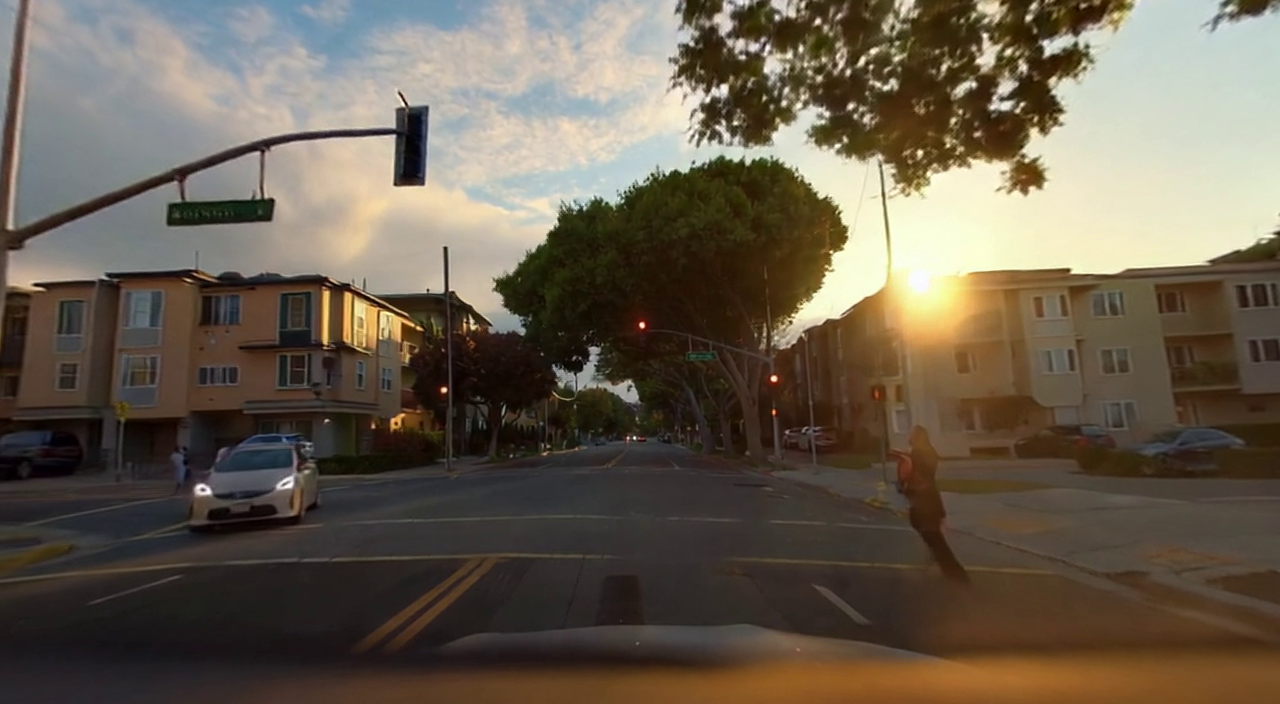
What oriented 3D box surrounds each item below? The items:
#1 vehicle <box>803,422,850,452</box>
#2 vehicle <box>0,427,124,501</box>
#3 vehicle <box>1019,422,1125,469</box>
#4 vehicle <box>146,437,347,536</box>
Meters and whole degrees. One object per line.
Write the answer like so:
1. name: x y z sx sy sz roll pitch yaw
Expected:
1. vehicle: 11.447 5.296 39.035 1.950 1.714 4.245 -1 -9 6
2. vehicle: -17.561 3.117 17.334 4.804 1.842 2.171 -2 -8 -2
3. vehicle: 17.124 3.760 25.314 2.013 1.722 4.007 -2 -9 12
4. vehicle: -7.151 2.373 11.347 4.135 1.424 1.945 -12 -14 42
